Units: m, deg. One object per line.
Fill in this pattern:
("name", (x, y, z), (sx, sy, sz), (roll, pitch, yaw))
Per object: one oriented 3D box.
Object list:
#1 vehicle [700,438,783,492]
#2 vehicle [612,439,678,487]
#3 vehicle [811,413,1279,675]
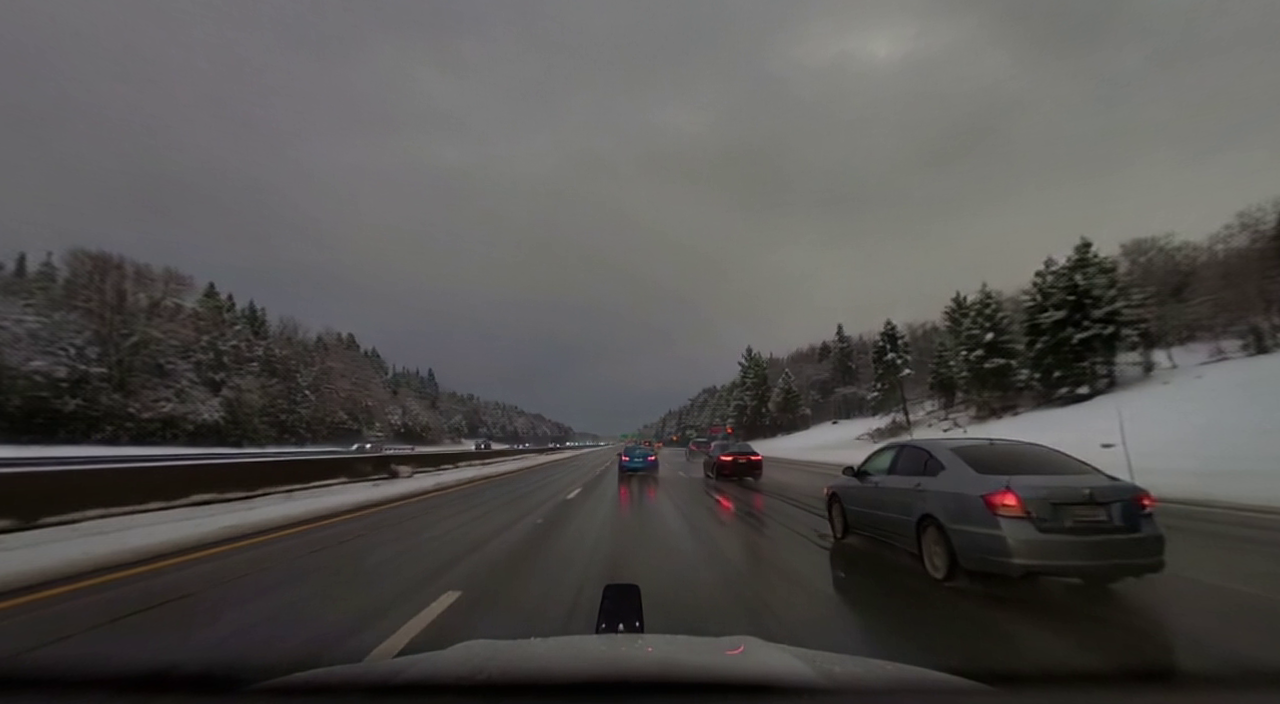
("vehicle", (3.134, 3.582, 20.387), (1.856, 1.517, 4.198), (0, -9, -2))
("vehicle", (0.112, 3.813, 21.969), (2.098, 1.475, 3.997), (0, -9, -1))
("vehicle", (3.345, 1.475, 6.129), (1.993, 1.504, 4.781), (0, -8, 0))
